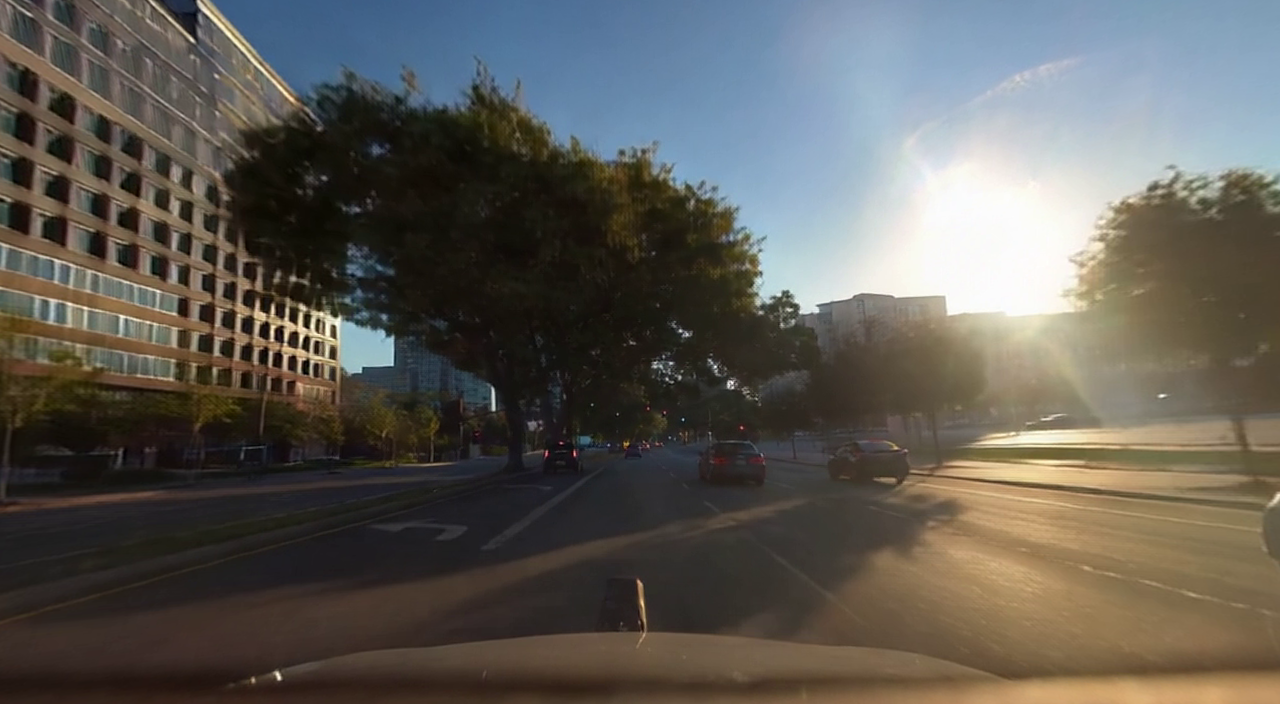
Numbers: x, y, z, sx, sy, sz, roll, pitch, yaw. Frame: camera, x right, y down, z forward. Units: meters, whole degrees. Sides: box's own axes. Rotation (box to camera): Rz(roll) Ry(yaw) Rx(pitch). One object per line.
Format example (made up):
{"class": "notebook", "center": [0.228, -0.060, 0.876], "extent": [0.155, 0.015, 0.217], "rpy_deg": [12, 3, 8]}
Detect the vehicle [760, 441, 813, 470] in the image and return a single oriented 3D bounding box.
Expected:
{"class": "vehicle", "center": [8.029, 5.706, 35.067], "extent": [1.884, 1.478, 4.164], "rpy_deg": [0, -8, 0]}

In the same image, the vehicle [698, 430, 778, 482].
{"class": "vehicle", "center": [3.564, 3.902, 23.891], "extent": [2.152, 1.742, 4.704], "rpy_deg": [0, -8, -1]}

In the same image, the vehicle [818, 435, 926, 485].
{"class": "vehicle", "center": [7.898, 3.711, 22.061], "extent": [1.944, 1.503, 4.723], "rpy_deg": [0, -8, -1]}

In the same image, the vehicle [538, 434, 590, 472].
{"class": "vehicle", "center": [-3.797, 5.147, 32.357], "extent": [2.155, 1.797, 3.989], "rpy_deg": [0, -8, 0]}
